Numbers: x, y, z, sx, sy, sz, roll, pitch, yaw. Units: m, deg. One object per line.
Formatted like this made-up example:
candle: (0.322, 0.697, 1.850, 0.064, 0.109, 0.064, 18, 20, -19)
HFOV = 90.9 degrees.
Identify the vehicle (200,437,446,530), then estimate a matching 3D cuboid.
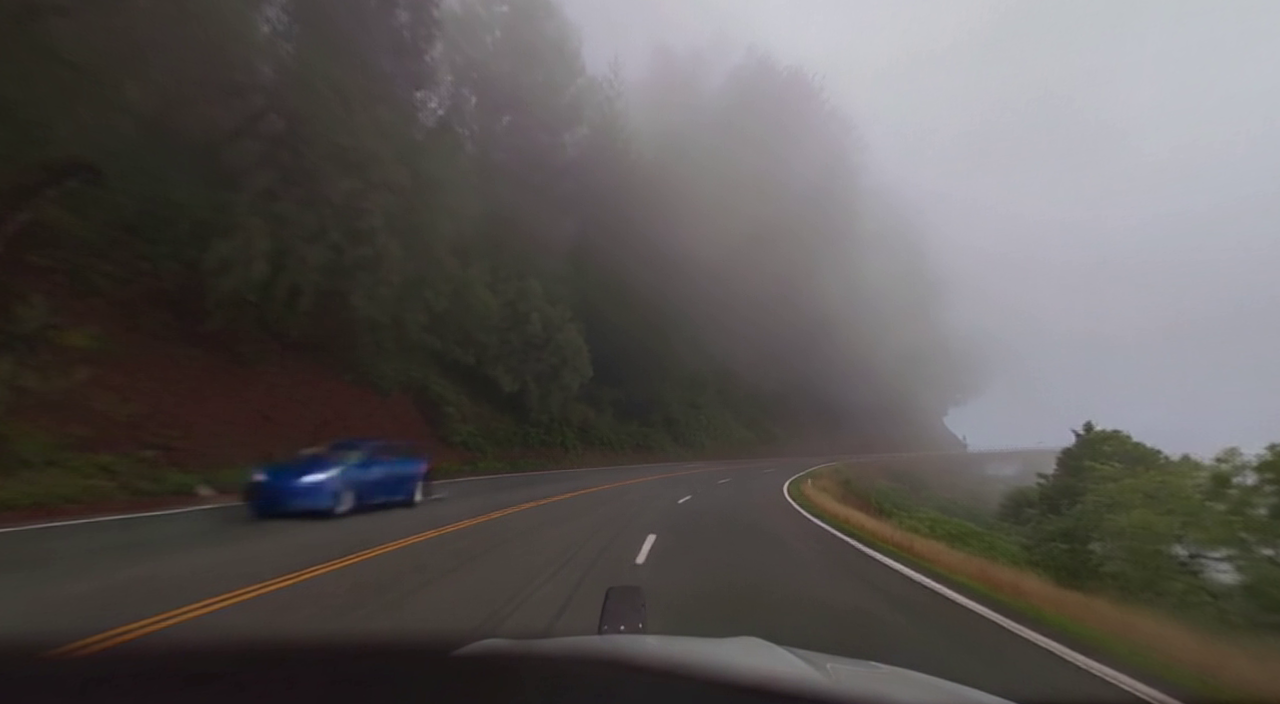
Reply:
vehicle: (-6.024, 2.562, 12.893, 2.111, 1.509, 4.823, -1, -9, 7)
